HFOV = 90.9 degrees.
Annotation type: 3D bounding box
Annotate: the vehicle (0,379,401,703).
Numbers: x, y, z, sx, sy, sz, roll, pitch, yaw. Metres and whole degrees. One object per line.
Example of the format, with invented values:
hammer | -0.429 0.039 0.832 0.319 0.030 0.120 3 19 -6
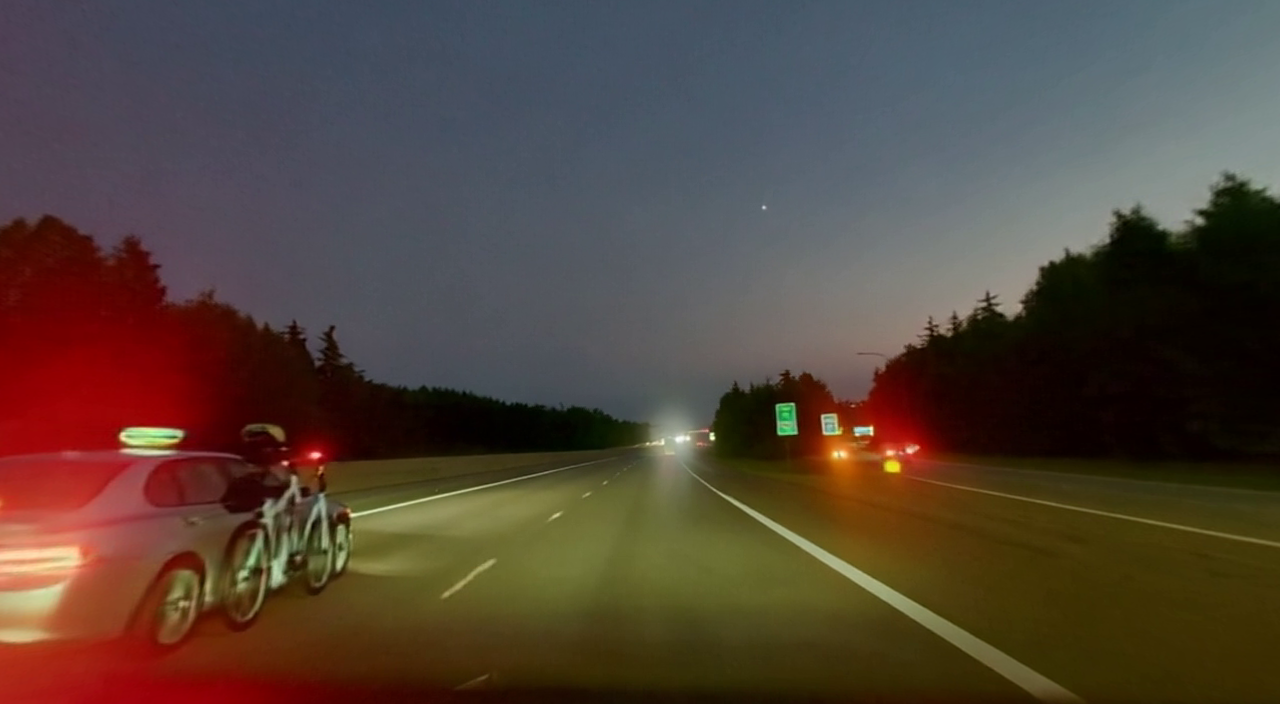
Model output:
vehicle | -3.469 1.161 4.100 2.108 1.557 4.344 0 -9 0
